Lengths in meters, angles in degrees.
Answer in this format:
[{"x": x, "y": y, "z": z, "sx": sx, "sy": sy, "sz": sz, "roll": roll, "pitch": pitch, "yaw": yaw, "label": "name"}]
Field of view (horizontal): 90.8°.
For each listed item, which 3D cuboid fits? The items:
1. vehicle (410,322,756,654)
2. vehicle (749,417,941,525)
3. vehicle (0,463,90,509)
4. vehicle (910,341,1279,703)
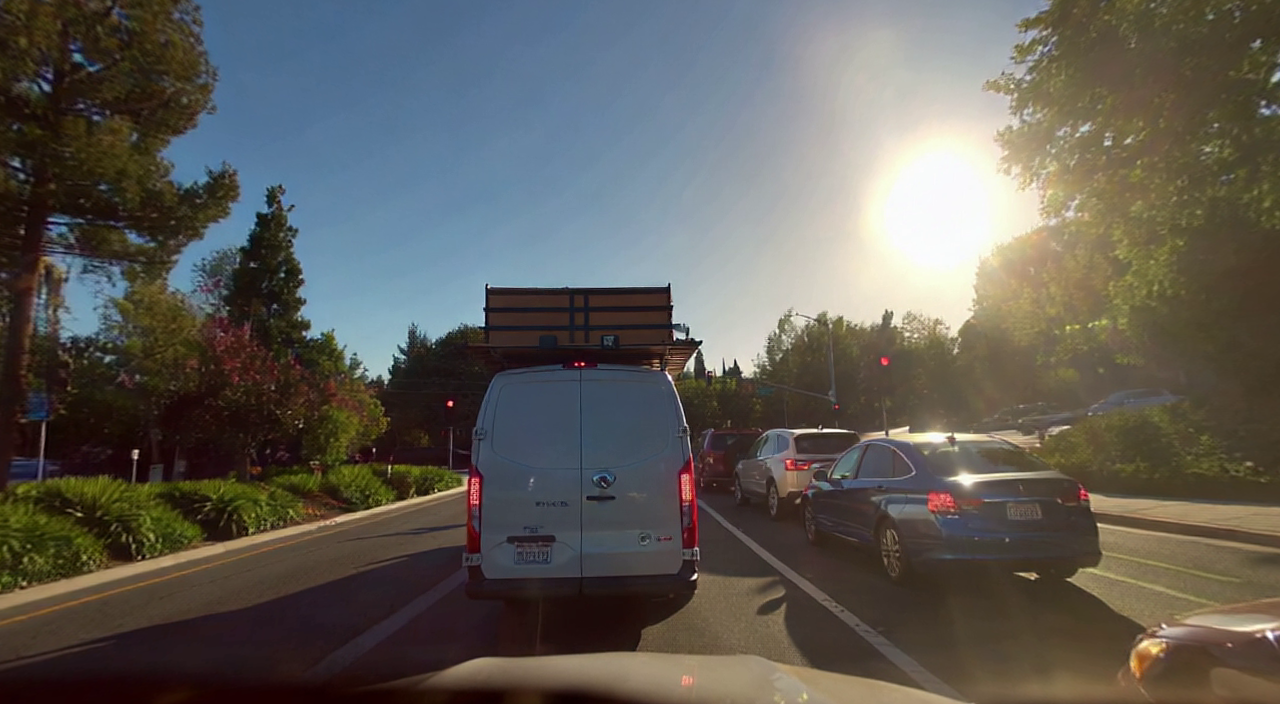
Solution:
[{"x": -0.362, "y": 1.154, "z": 6.195, "sx": 2.145, "sy": 2.089, "sz": 4.309, "roll": 0, "pitch": -9, "yaw": 0, "label": "vehicle"}, {"x": 3.658, "y": 2.215, "z": 12.263, "sx": 2.024, "sy": 1.692, "sz": 4.252, "roll": 1, "pitch": -9, "yaw": -4, "label": "vehicle"}, {"x": -28.548, "y": 5.994, "z": 28.394, "sx": 5.241, "sy": 1.894, "sz": 2.257, "roll": 1, "pitch": -9, "yaw": -7, "label": "vehicle"}, {"x": 3.452, "y": 0.943, "z": 3.415, "sx": 1.965, "sy": 1.671, "sz": 4.146, "roll": 0, "pitch": -9, "yaw": -3, "label": "vehicle"}]
